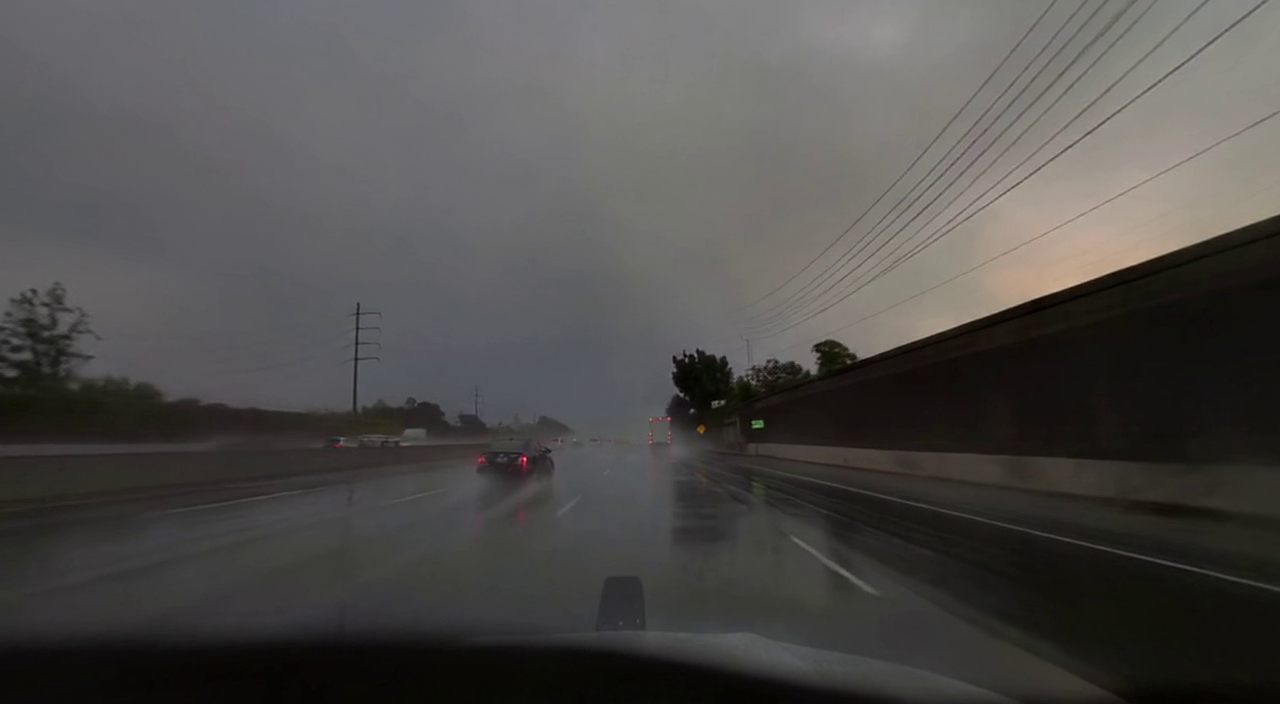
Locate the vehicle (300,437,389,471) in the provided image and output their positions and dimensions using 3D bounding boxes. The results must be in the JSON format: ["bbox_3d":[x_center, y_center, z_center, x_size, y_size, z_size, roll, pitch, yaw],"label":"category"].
[{"bbox_3d":[-14.493,5.017,31.195,2.039,1.516,4.780,0,-9,1],"label":"vehicle"}]

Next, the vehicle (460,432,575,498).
[{"bbox_3d":[-3.126,3.029,17.283,2.045,1.532,4.954,0,-9,2],"label":"vehicle"}]

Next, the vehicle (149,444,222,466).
[{"bbox_3d":[-34.685,7.844,48.241,1.965,1.586,4.705,0,-9,2],"label":"vehicle"}]

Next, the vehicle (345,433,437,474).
[{"bbox_3d":[-10.782,4.437,27.706,2.058,1.621,4.739,0,-9,1],"label":"vehicle"}]
